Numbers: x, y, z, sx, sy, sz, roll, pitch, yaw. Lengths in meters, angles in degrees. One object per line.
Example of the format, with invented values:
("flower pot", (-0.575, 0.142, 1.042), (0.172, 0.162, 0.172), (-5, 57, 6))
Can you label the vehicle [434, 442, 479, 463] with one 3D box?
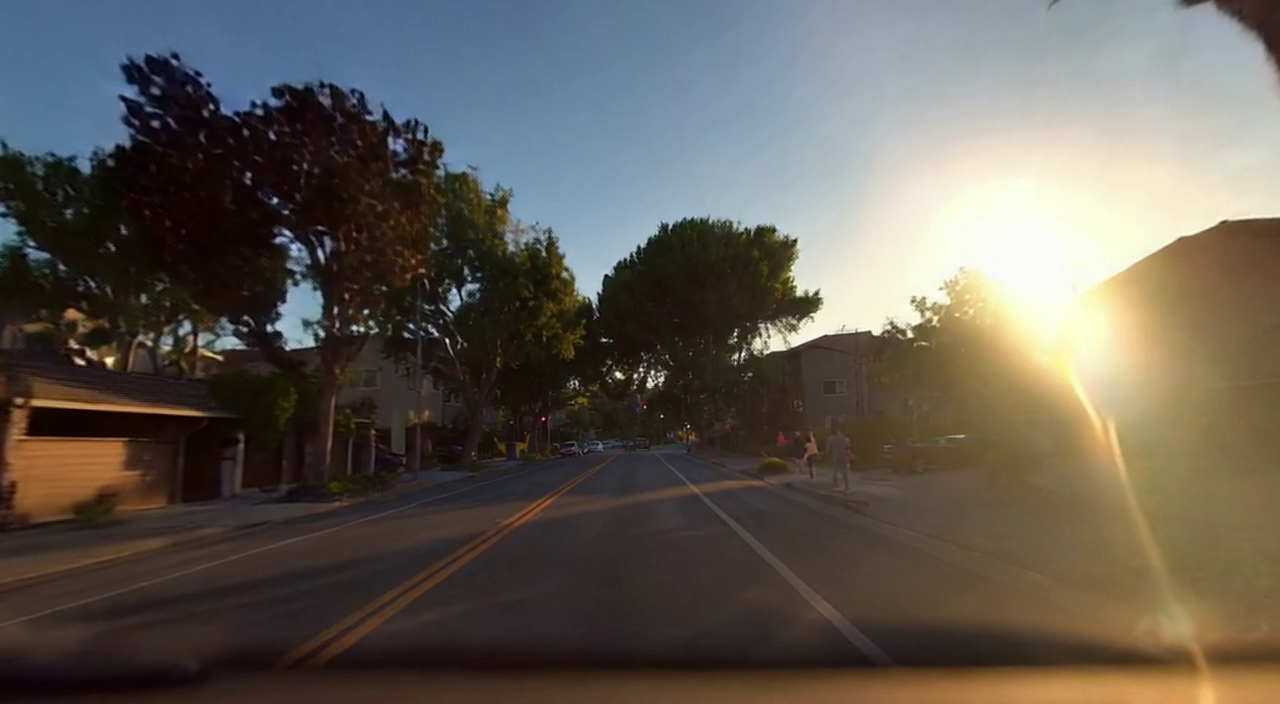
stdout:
("vehicle", (-12.857, 7.089, 44.526), (1.934, 1.389, 4.364), (0, -9, -1))
